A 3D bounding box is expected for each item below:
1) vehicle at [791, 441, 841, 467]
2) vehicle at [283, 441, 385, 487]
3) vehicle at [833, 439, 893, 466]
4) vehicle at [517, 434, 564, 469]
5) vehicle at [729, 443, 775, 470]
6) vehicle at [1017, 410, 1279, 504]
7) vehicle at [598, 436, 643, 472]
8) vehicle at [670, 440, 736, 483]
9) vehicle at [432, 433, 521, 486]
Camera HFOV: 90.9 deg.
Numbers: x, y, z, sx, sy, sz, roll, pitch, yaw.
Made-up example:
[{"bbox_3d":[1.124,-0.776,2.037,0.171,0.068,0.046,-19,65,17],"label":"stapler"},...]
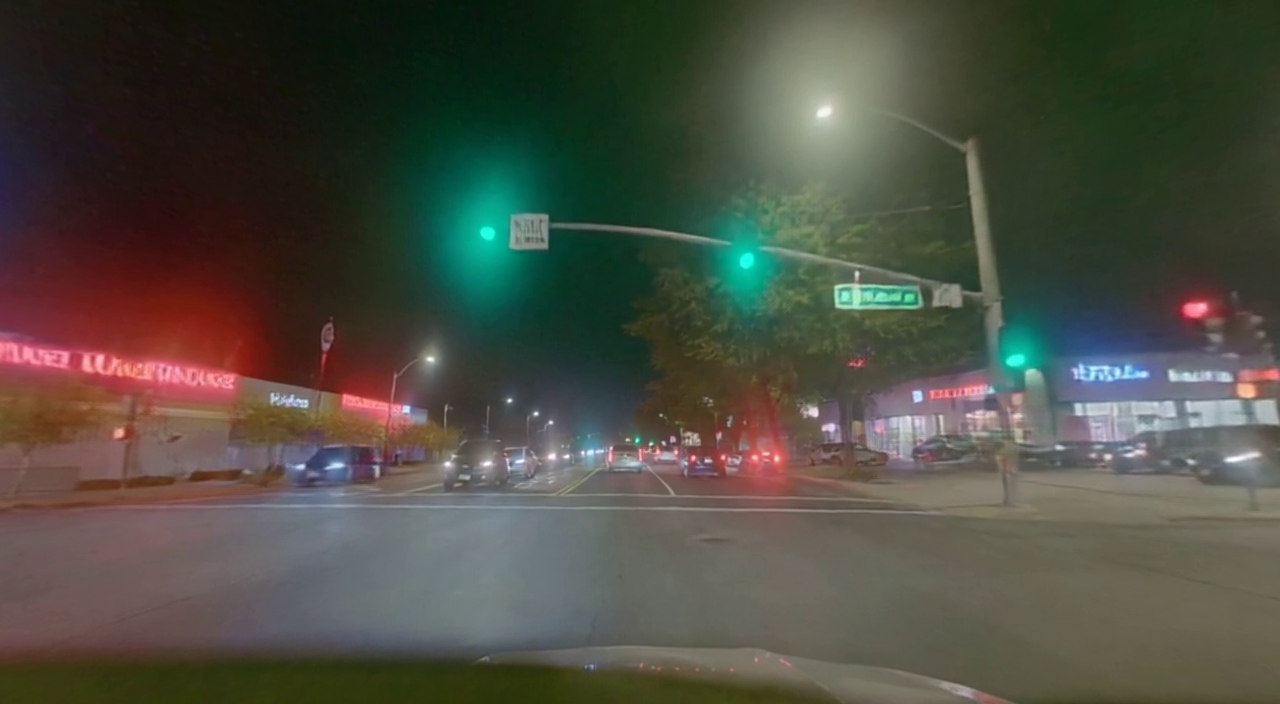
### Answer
[{"bbox_3d":[11.699,6.778,42.183,2.058,1.493,4.612,-2,-8,1],"label":"vehicle"},{"bbox_3d":[-12.791,4.688,26.724,2.106,1.779,4.467,0,-8,-1],"label":"vehicle"},{"bbox_3d":[14.766,6.652,42.061,2.007,1.642,5.001,-2,-8,-2],"label":"vehicle"},{"bbox_3d":[-6.194,6.179,39.663,2.240,1.945,5.114,-1,-7,-1],"label":"vehicle"},{"bbox_3d":[6.929,6.515,39.569,1.914,1.587,4.548,0,-8,-2],"label":"vehicle"},{"bbox_3d":[12.111,2.531,15.543,2.304,1.907,4.844,0,-8,-5],"label":"vehicle"},{"bbox_3d":[-1.046,5.576,34.693,2.301,1.837,4.411,0,-8,-1],"label":"vehicle"},{"bbox_3d":[2.374,4.272,24.950,2.046,1.540,3.883,0,-8,-3],"label":"vehicle"},{"bbox_3d":[-6.037,3.981,23.938,2.242,1.740,4.659,-1,-7,-1],"label":"vehicle"}]
